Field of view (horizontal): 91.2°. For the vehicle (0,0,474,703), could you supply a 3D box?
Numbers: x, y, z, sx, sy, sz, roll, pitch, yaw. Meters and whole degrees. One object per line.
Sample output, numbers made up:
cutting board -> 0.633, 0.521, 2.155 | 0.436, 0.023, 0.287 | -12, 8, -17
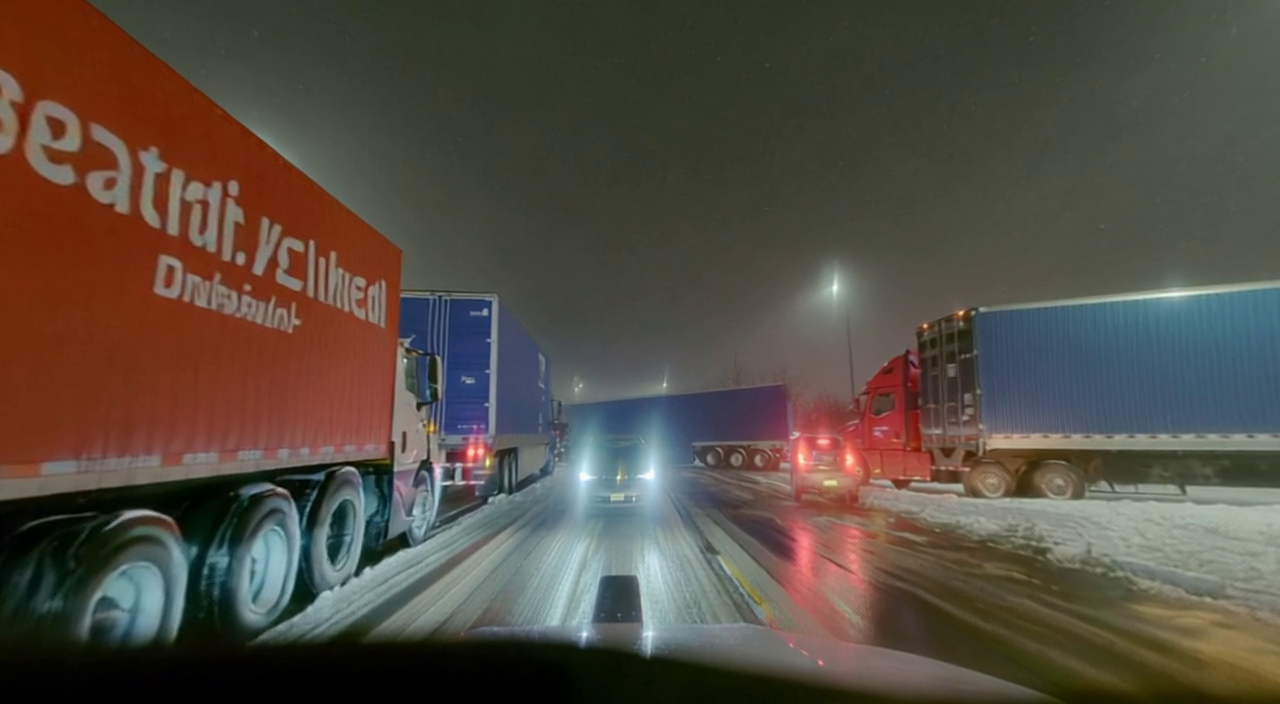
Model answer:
vehicle -> -3.991, 0.509, 5.018 | 2.986, 3.391, 9.523 | 0, -9, -2

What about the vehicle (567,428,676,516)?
vehicle -> -0.378, 2.663, 14.316 | 2.140, 1.682, 3.971 | 0, -9, 0

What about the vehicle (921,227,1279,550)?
vehicle -> 11.140, 0.322, 7.598 | 13.564, 4.152, 3.110 | -9, -12, 42

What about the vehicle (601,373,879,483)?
vehicle -> 3.743, 3.704, 30.015 | 2.877, 4.124, 14.516 | 3, -8, -41
